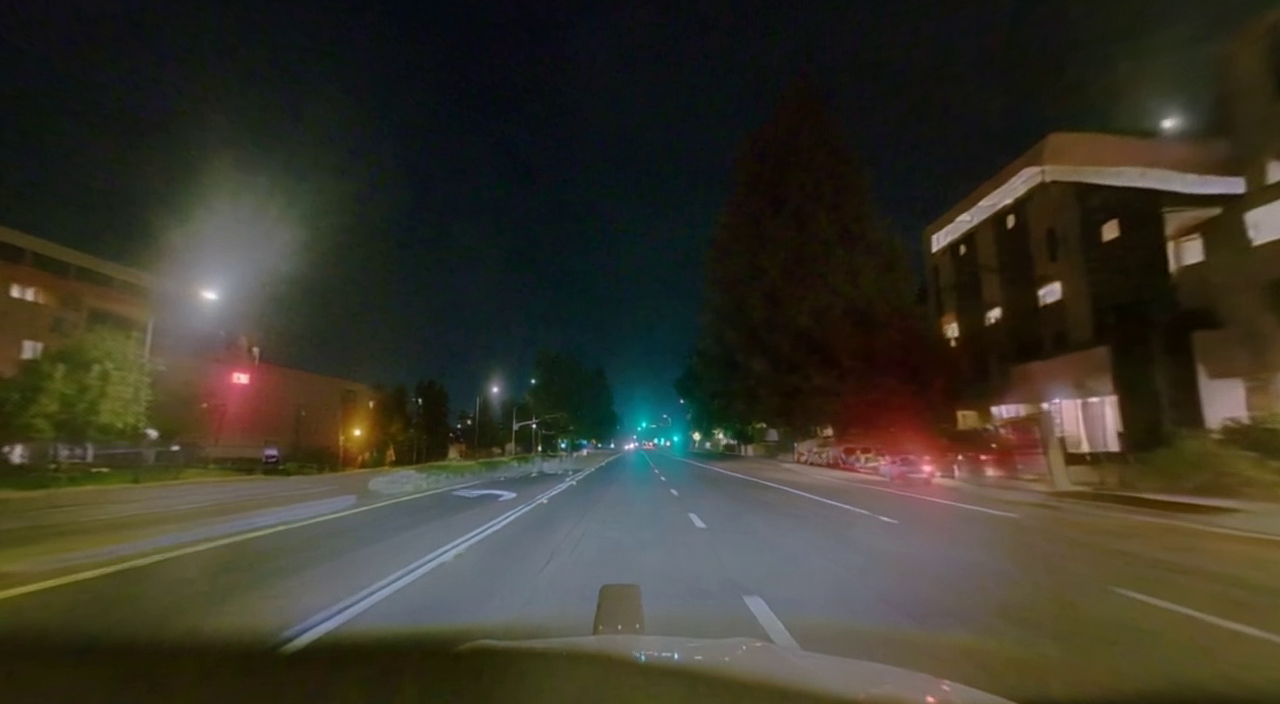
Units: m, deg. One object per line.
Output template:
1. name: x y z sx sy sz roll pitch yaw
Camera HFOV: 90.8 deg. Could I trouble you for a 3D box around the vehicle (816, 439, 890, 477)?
1. vehicle: 10.107 5.052 30.368 2.044 1.705 4.668 0 -9 1
